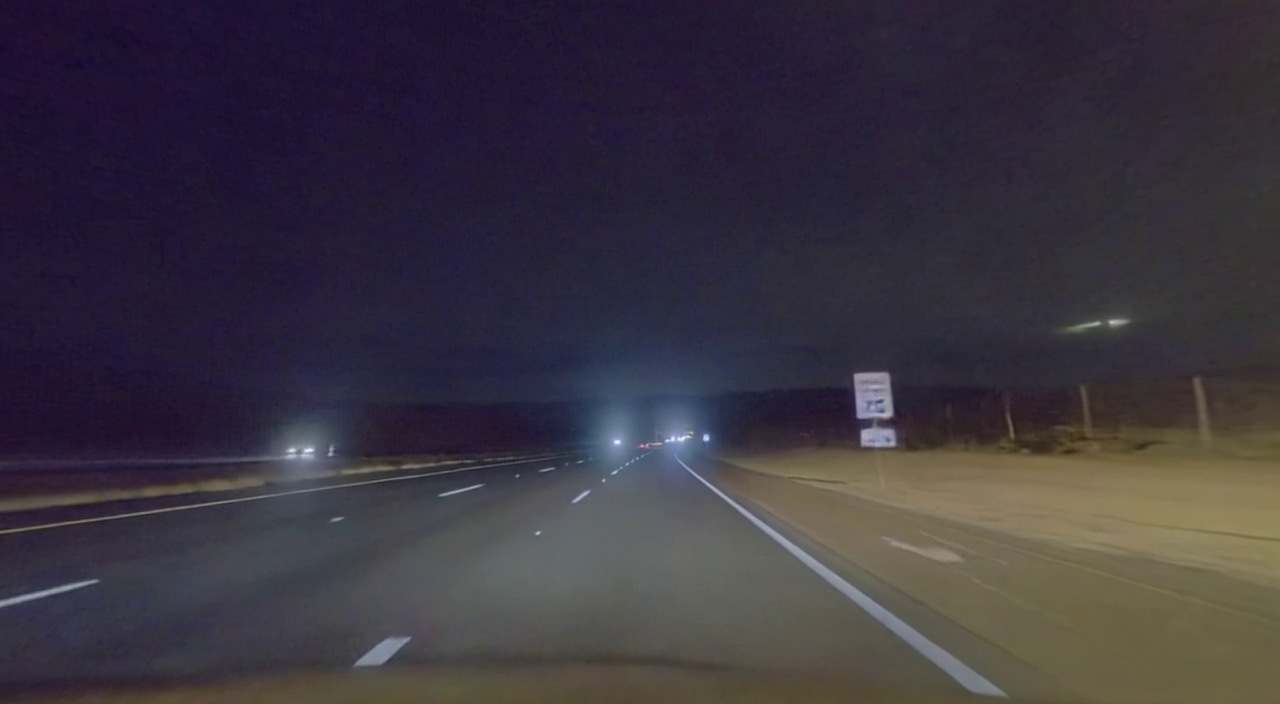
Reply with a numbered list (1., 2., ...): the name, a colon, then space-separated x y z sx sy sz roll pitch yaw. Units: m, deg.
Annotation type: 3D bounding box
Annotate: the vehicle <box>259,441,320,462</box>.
1. vehicle: -27.185 7.726 49.008 1.857 1.509 4.825 0 -9 2
